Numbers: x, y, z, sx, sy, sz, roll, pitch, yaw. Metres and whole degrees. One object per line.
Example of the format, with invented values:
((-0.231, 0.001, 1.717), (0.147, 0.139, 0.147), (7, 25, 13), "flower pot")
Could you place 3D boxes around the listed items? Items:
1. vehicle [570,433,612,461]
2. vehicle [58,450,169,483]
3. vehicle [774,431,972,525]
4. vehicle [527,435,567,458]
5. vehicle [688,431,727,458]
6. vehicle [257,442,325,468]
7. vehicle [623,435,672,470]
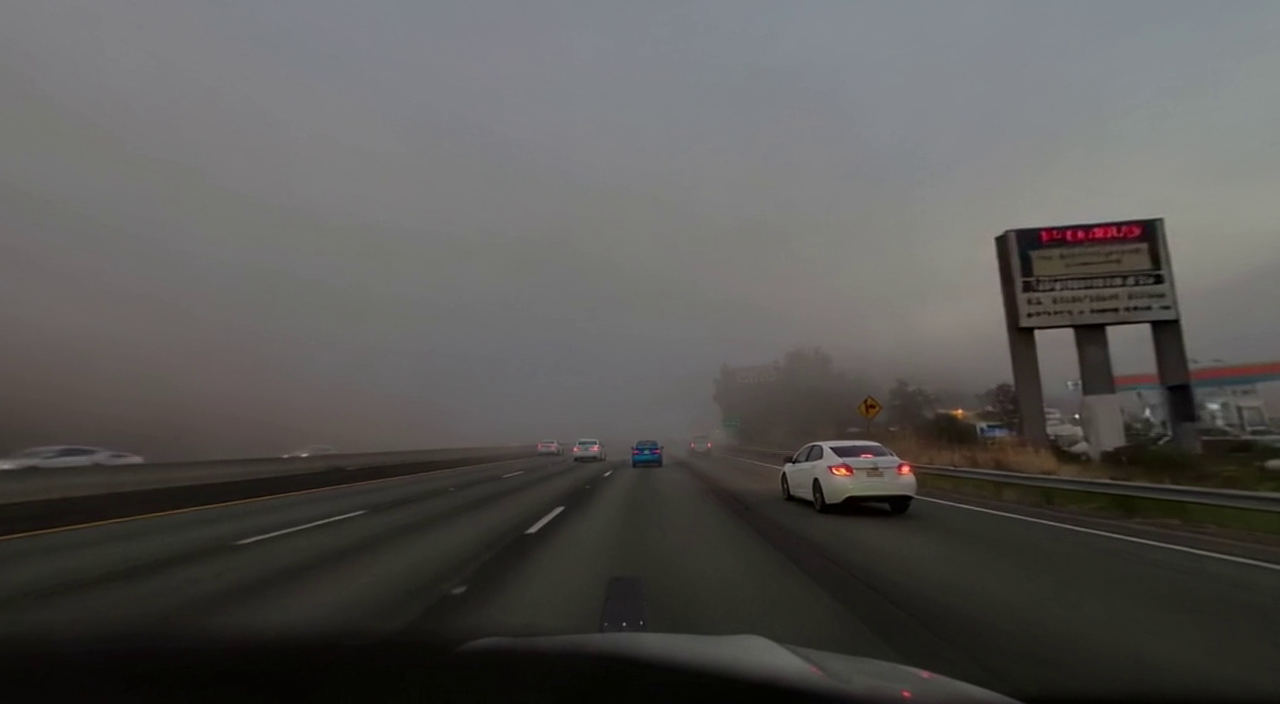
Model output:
((-2.854, 5.686, 37.813), (1.927, 1.586, 5.142), (0, -8, 2), "vehicle")
((-25.272, 5.494, 30.495), (1.784, 1.424, 4.083), (0, -8, 1), "vehicle")
((4.081, 2.271, 11.995), (2.030, 1.442, 4.358), (0, -8, -1), "vehicle")
((-6.436, 6.601, 43.995), (1.932, 1.497, 4.458), (0, -8, 2), "vehicle")
((4.698, 6.485, 44.419), (2.261, 1.781, 4.709), (0, -8, 0), "vehicle")
((-21.454, 6.348, 38.978), (1.853, 1.488, 4.035), (0, -8, 1), "vehicle")
((0.347, 4.599, 29.079), (2.113, 1.464, 4.073), (0, -8, 1), "vehicle")
